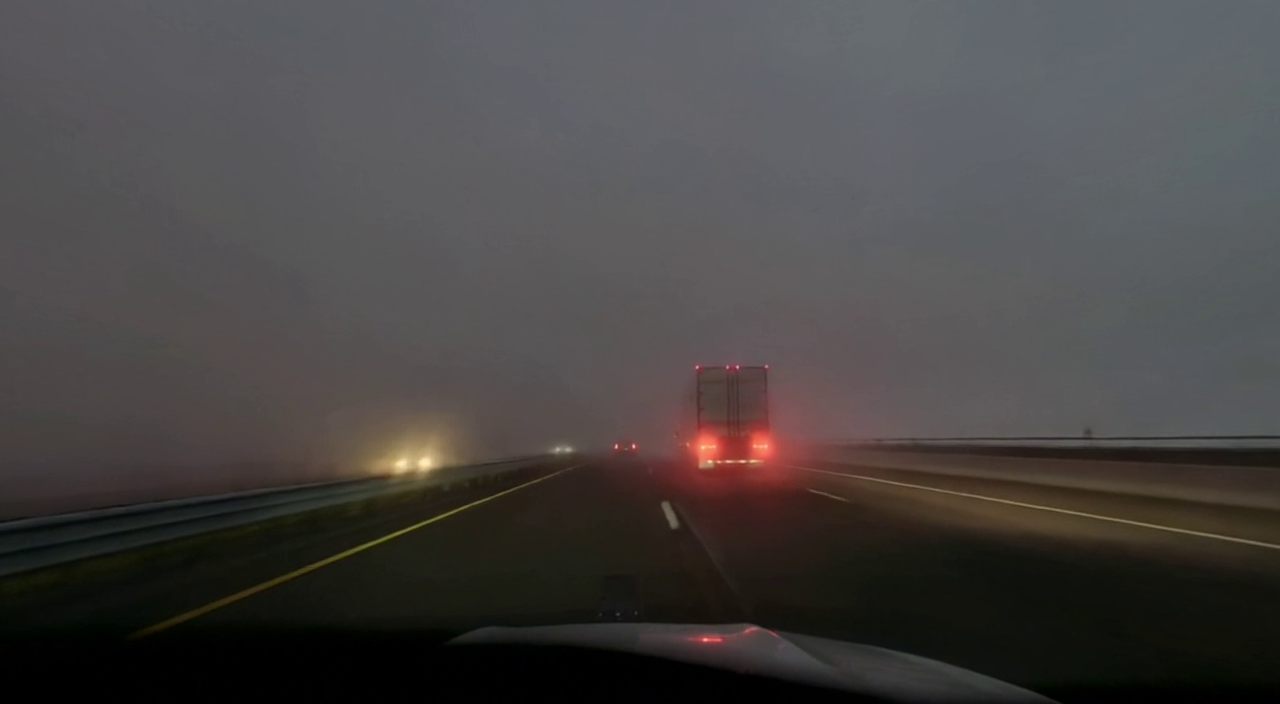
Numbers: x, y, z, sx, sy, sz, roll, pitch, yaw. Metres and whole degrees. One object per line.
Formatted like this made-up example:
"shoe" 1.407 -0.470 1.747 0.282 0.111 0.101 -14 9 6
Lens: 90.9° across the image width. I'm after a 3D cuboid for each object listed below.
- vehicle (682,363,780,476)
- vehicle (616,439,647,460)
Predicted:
"vehicle" 3.724 3.326 29.429 2.966 4.072 13.408 0 -8 2
"vehicle" -0.613 7.621 49.361 2.208 1.542 5.138 0 -8 2
